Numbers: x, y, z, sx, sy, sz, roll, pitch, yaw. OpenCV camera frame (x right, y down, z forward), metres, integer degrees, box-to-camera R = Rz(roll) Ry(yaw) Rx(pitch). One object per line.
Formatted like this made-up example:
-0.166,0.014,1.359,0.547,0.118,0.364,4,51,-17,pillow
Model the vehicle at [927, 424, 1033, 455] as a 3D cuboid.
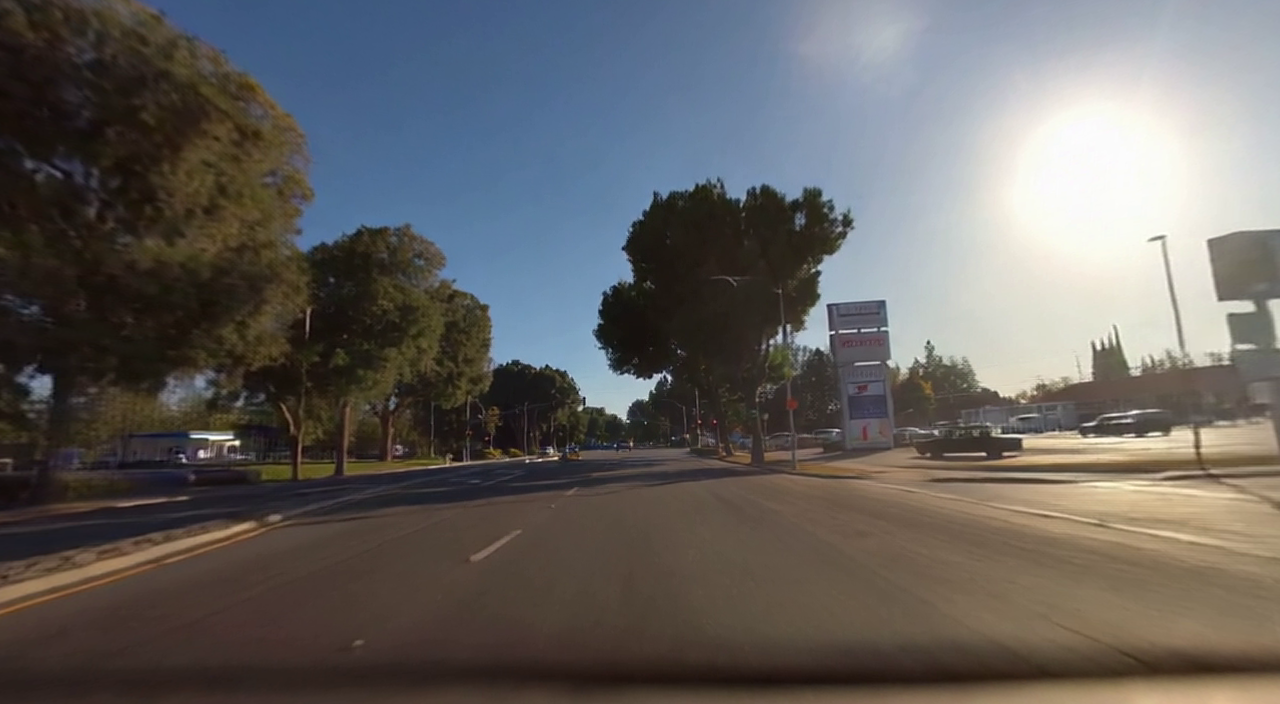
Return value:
18.125,4.731,33.895,4.812,1.567,2.123,-4,-9,24,vehicle
